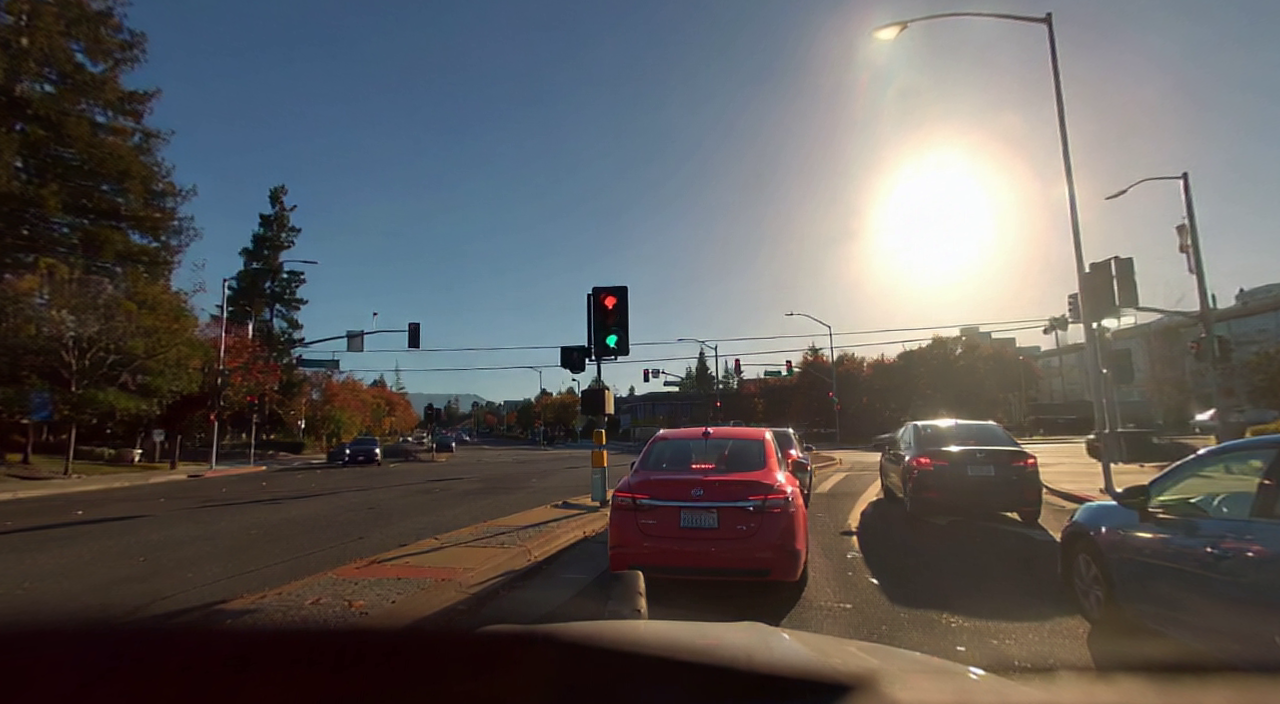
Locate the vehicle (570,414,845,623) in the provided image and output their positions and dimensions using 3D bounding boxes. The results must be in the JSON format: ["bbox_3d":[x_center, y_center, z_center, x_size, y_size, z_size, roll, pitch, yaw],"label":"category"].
[{"bbox_3d":[0.863,1.499,6.687,2.052,1.483,3.928,-2,-8,12],"label":"vehicle"}]

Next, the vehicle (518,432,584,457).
[{"bbox_3d":[-5.941,6.109,41.549,1.932,1.573,4.509,8,-12,-44],"label":"vehicle"}]

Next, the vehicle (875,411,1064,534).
[{"bbox_3d":[5.547,2.045,11.286,2.102,1.717,4.373,-2,-9,16],"label":"vehicle"}]

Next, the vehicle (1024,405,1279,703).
[{"bbox_3d":[4.249,1.061,3.367,1.954,1.508,4.441,-1,-8,6],"label":"vehicle"}]

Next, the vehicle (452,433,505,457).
[{"bbox_3d":[-12.435,7.128,48.200,1.972,1.705,4.457,8,-11,-44],"label":"vehicle"}]

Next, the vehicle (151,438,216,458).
[{"bbox_3d":[-35.352,7.445,48.657,1.652,1.433,3.733,-7,-11,40],"label":"vehicle"}]
